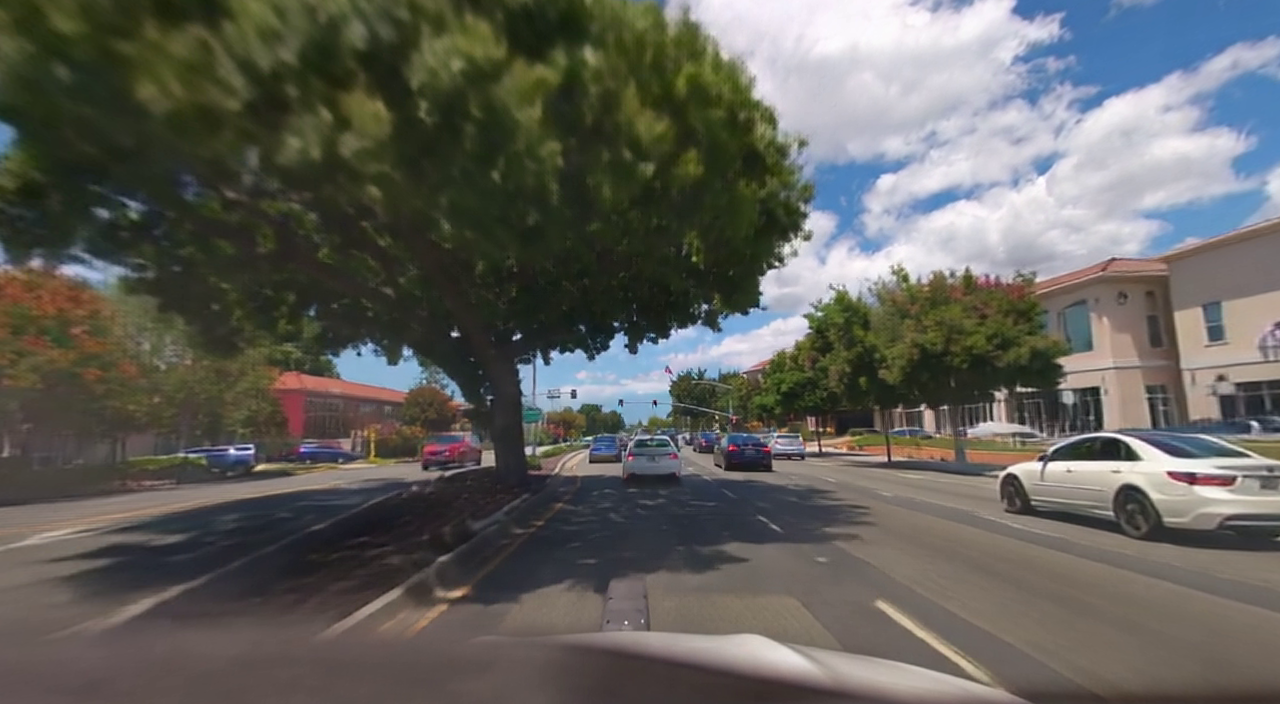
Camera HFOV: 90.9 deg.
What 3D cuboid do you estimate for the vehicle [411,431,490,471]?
[{"bbox_3d":[-8.335,4.391,28.172,2.044,1.610,4.463,-1,-8,2],"label":"vehicle"}]

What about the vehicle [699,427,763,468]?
[{"bbox_3d":[3.689,3.954,26.275,1.988,1.528,4.144,0,-8,-1],"label":"vehicle"}]

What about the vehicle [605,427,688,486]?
[{"bbox_3d":[0.211,2.932,17.982,2.096,1.473,3.893,-1,-8,1],"label":"vehicle"}]

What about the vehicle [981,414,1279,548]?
[{"bbox_3d":[7.283,1.781,9.451,1.892,1.515,4.400,0,-8,1],"label":"vehicle"}]

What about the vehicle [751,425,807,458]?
[{"bbox_3d":[7.615,4.971,34.934,2.044,1.701,4.397,0,-8,0],"label":"vehicle"}]
